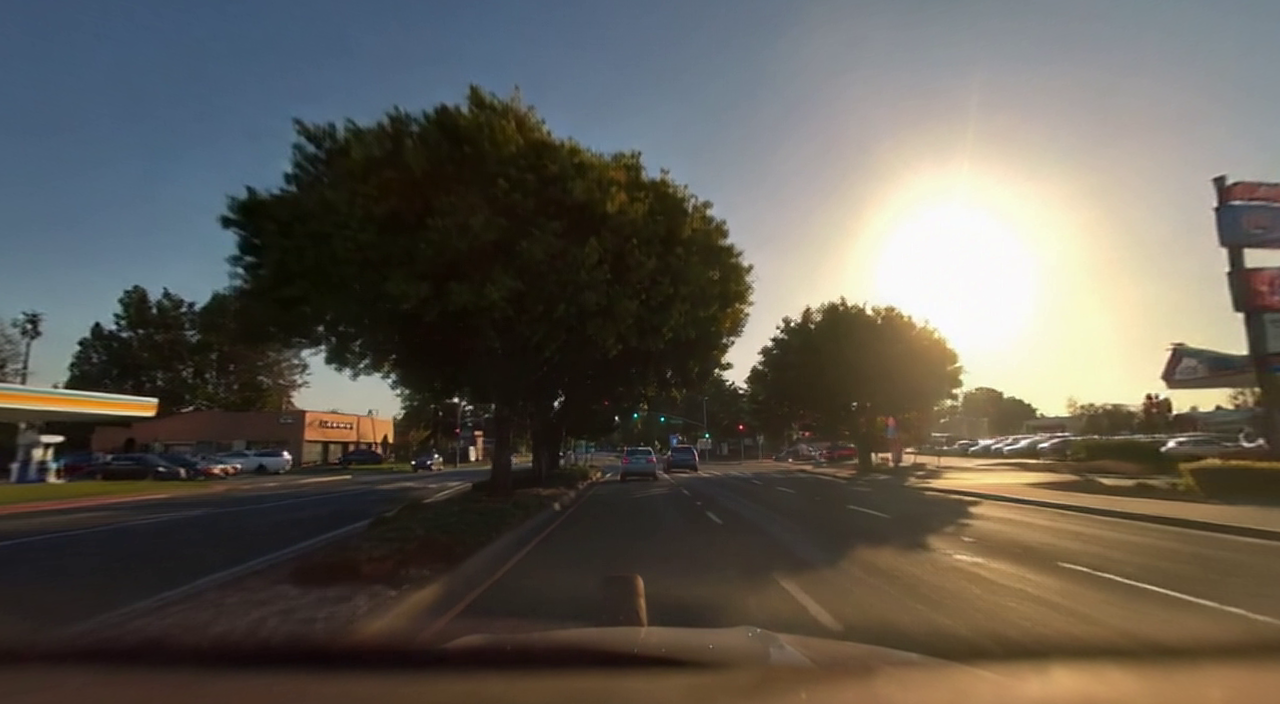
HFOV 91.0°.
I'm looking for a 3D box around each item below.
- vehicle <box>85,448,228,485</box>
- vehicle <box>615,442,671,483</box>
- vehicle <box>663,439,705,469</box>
[{"bbox_3d":[-27.099,6.424,35.578,6.027,1.805,2.010,3,-11,-26],"label":"vehicle"},{"bbox_3d":[0.100,4.605,26.475,2.145,1.572,4.021,0,-9,-1],"label":"vehicle"},{"bbox_3d":[3.231,7.704,47.655,2.731,2.101,6.047,0,-9,0],"label":"vehicle"}]
